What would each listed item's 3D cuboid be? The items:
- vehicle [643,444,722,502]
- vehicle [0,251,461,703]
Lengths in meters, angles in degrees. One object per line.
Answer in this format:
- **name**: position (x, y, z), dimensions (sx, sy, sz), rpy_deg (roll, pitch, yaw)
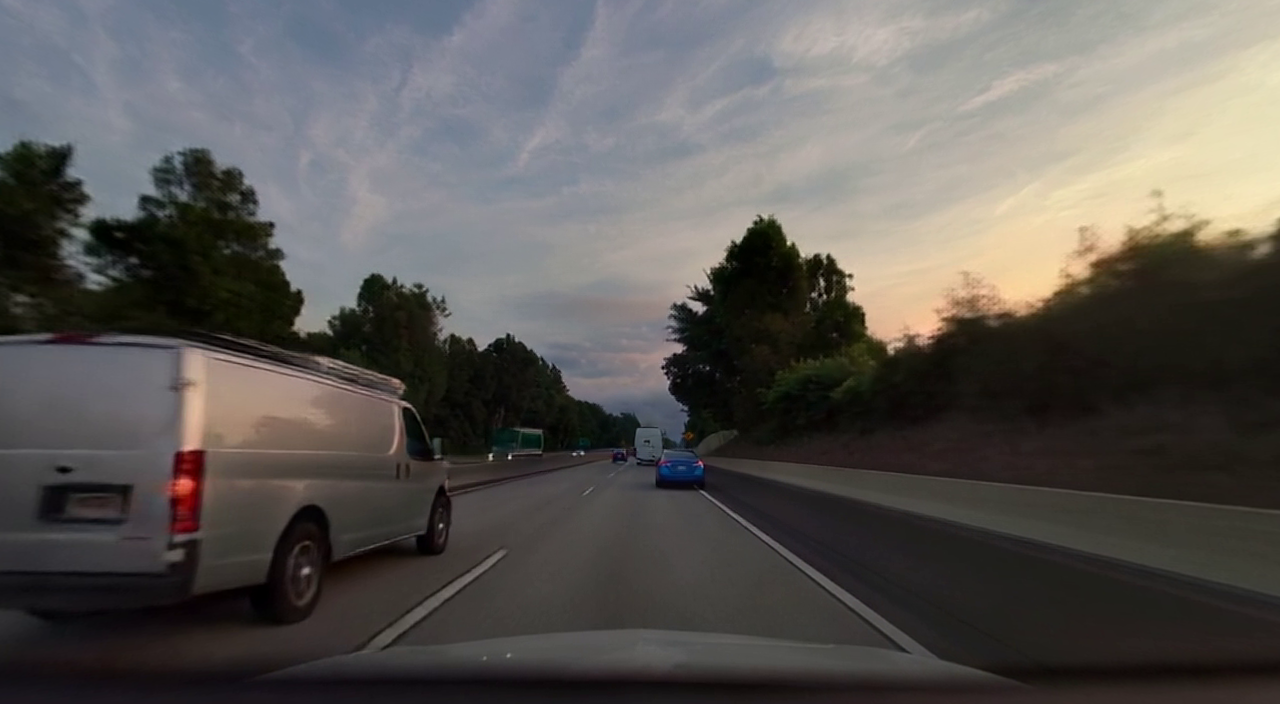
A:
- **vehicle**: position (1.100, 3.401, 18.083), dimensions (2.012, 1.485, 3.649), rpy_deg (0, -9, 0)
- **vehicle**: position (-3.155, 1.007, 4.689), dimensions (2.217, 2.033, 4.975), rpy_deg (0, -9, -1)
